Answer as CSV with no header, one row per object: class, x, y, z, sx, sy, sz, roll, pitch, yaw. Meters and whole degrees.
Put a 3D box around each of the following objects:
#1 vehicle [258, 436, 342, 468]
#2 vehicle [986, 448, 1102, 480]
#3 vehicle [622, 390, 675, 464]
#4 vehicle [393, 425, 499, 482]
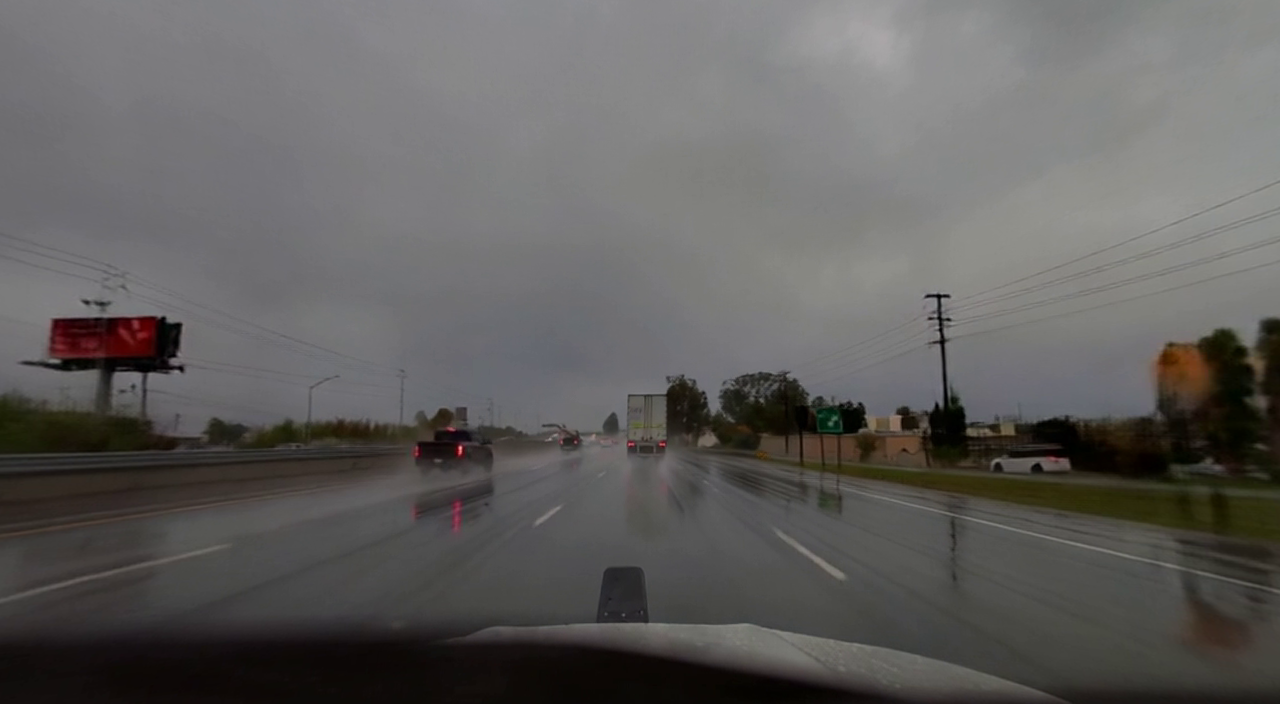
vehicle,-17.286,5.101,32.340,1.892,1.530,4.227,0,-8,1
vehicle,20.548,5.700,32.353,1.757,1.437,4.897,6,-10,-20
vehicle,0.691,4.939,40.413,2.879,4.027,11.243,-1,-8,2
vehicle,-6.971,3.723,23.434,2.197,1.847,5.364,0,-8,1
